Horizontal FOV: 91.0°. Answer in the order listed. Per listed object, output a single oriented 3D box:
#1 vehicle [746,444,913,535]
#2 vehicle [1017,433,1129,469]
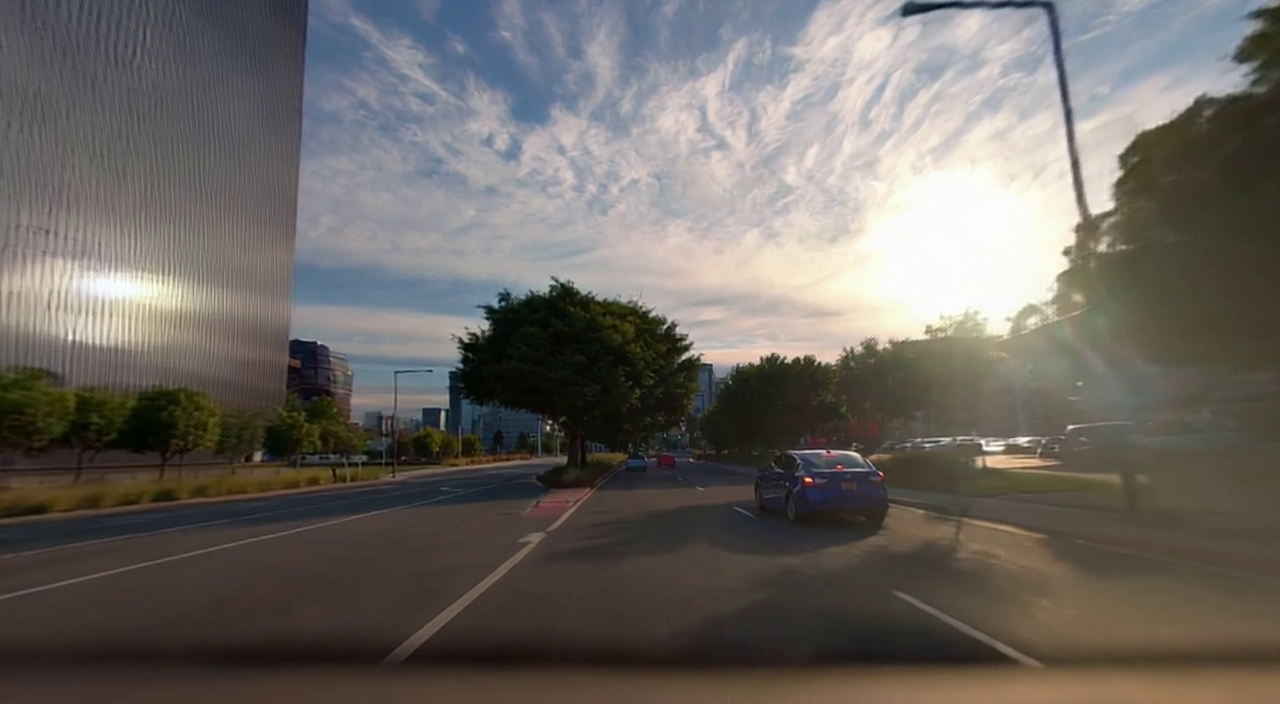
[{"bbox_3d":[3.548,2.629,12.708,1.993,1.501,4.127,0,-9,-1],"label":"vehicle"},{"bbox_3d":[20.727,4.722,30.247,3.996,1.481,1.853,-2,-7,-1],"label":"vehicle"}]
